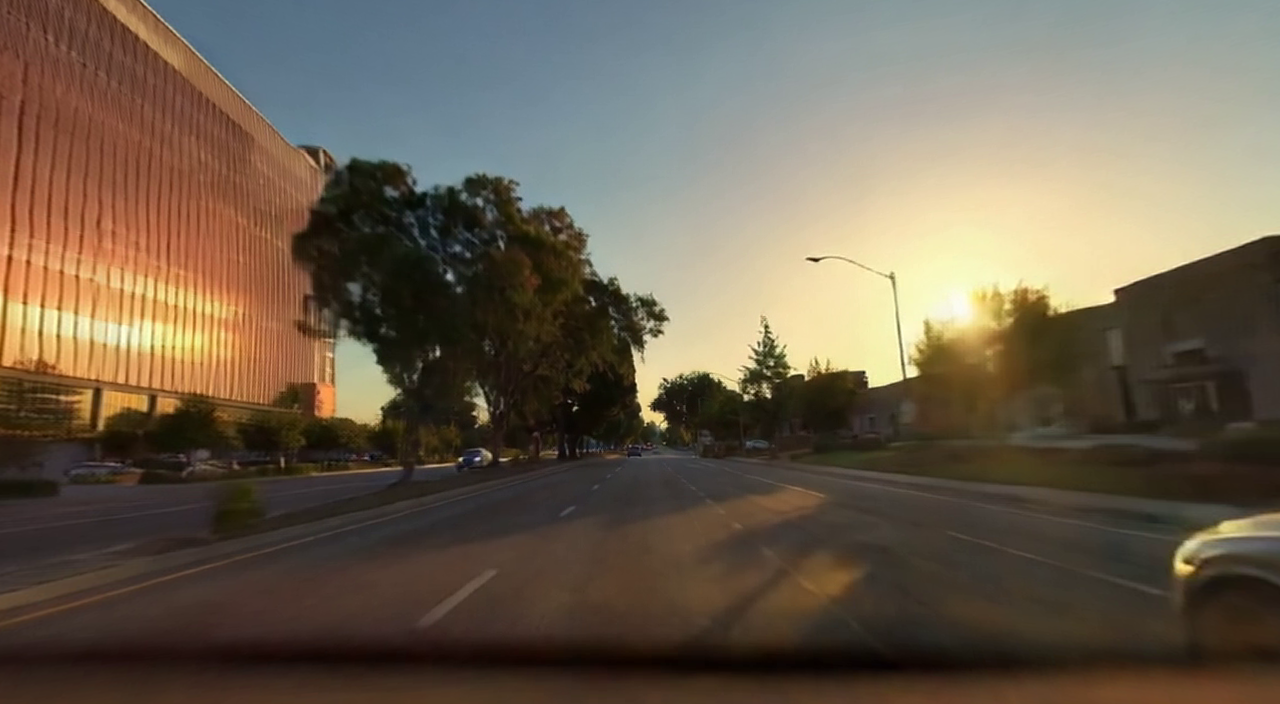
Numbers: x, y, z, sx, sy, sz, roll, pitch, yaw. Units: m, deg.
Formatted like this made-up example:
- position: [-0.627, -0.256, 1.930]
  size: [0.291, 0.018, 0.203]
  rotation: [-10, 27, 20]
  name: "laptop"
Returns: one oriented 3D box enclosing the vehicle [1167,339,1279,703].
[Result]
- position: [3.251, 0.535, 0.313]
  size: [2.090, 1.685, 4.436]
  rotation: [0, -8, 0]
  name: "vehicle"
